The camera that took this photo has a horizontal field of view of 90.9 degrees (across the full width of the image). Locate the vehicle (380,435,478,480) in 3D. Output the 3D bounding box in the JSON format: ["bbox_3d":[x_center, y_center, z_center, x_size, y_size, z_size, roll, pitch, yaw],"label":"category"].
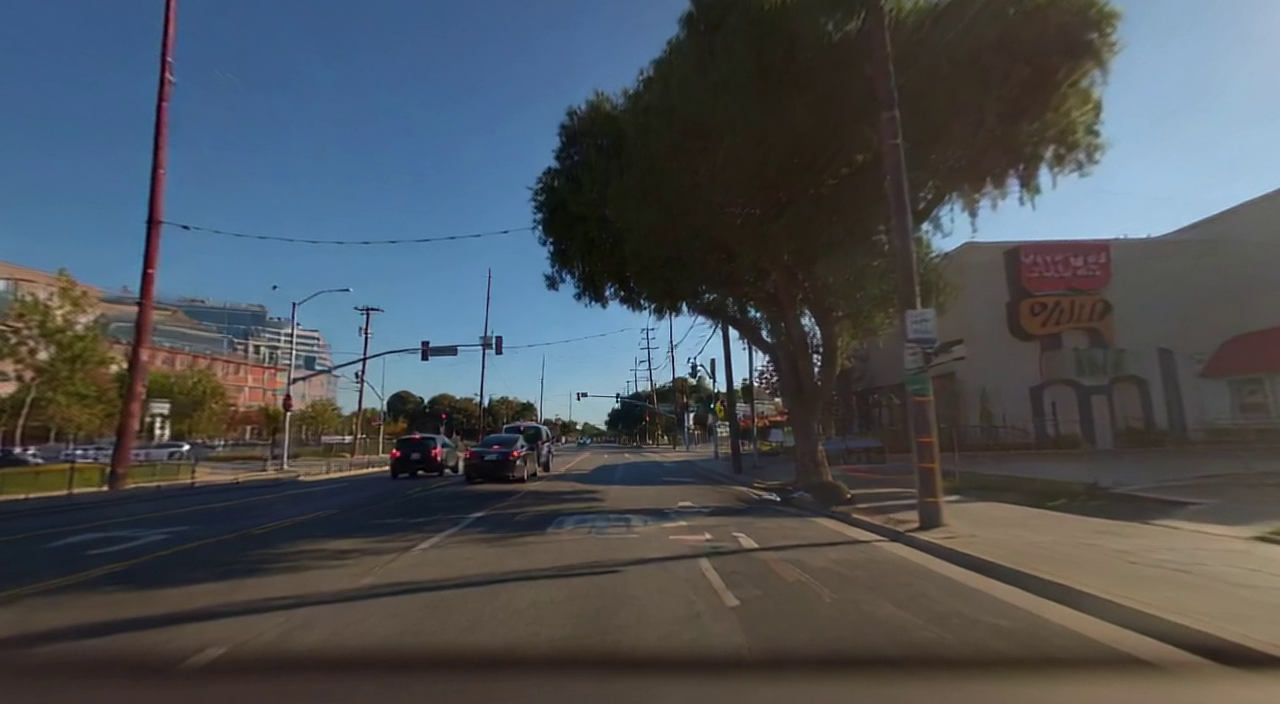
[{"bbox_3d":[-7.486,3.765,22.838,2.010,1.455,4.271,0,-8,1],"label":"vehicle"}]

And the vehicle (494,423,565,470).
[{"bbox_3d":[-4.847,4.256,28.482,2.371,1.926,5.099,0,-8,-1],"label":"vehicle"}]
